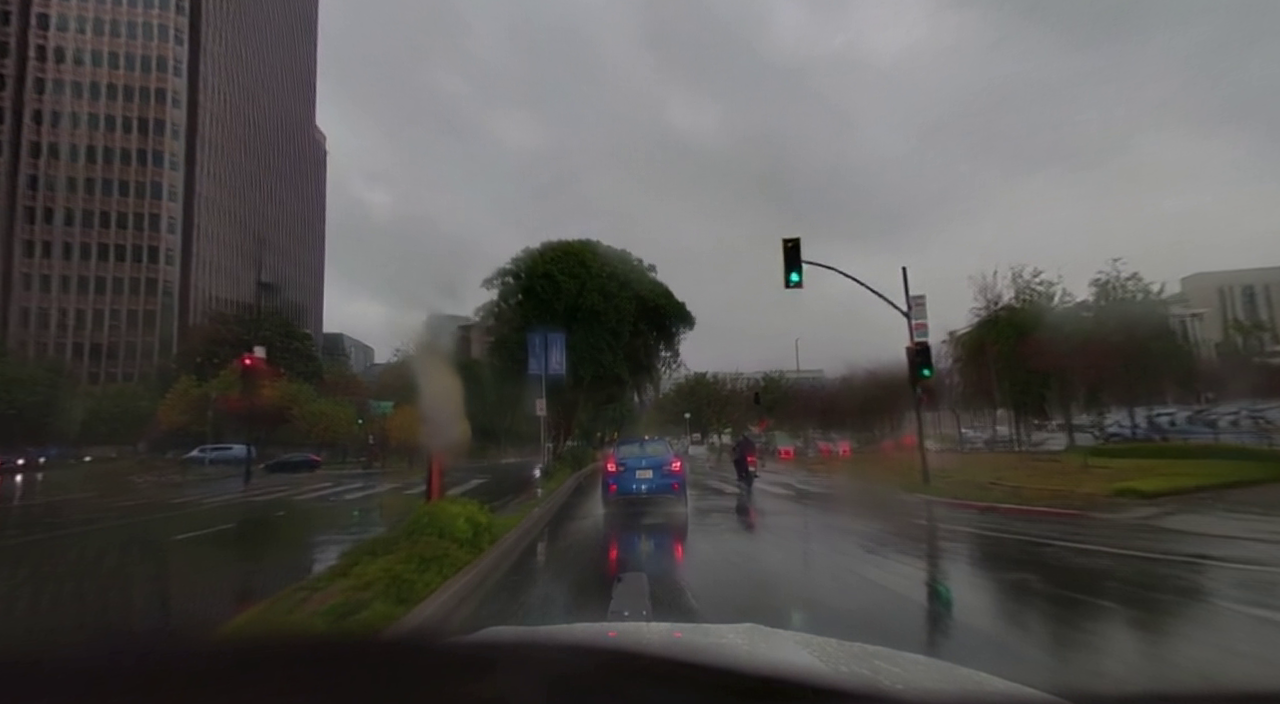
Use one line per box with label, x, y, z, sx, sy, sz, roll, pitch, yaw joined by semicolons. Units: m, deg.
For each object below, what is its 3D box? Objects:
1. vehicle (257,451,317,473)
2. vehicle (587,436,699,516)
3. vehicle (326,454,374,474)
vehicle;-21.694;6.769;38.817;1.433;1.269;2.779;-6;-10;31
vehicle;0.011;2.649;13.971;2.118;1.480;3.949;0;-8;-1
vehicle;-19.556;7.536;42.532;1.259;1.181;2.744;-4;-9;25
